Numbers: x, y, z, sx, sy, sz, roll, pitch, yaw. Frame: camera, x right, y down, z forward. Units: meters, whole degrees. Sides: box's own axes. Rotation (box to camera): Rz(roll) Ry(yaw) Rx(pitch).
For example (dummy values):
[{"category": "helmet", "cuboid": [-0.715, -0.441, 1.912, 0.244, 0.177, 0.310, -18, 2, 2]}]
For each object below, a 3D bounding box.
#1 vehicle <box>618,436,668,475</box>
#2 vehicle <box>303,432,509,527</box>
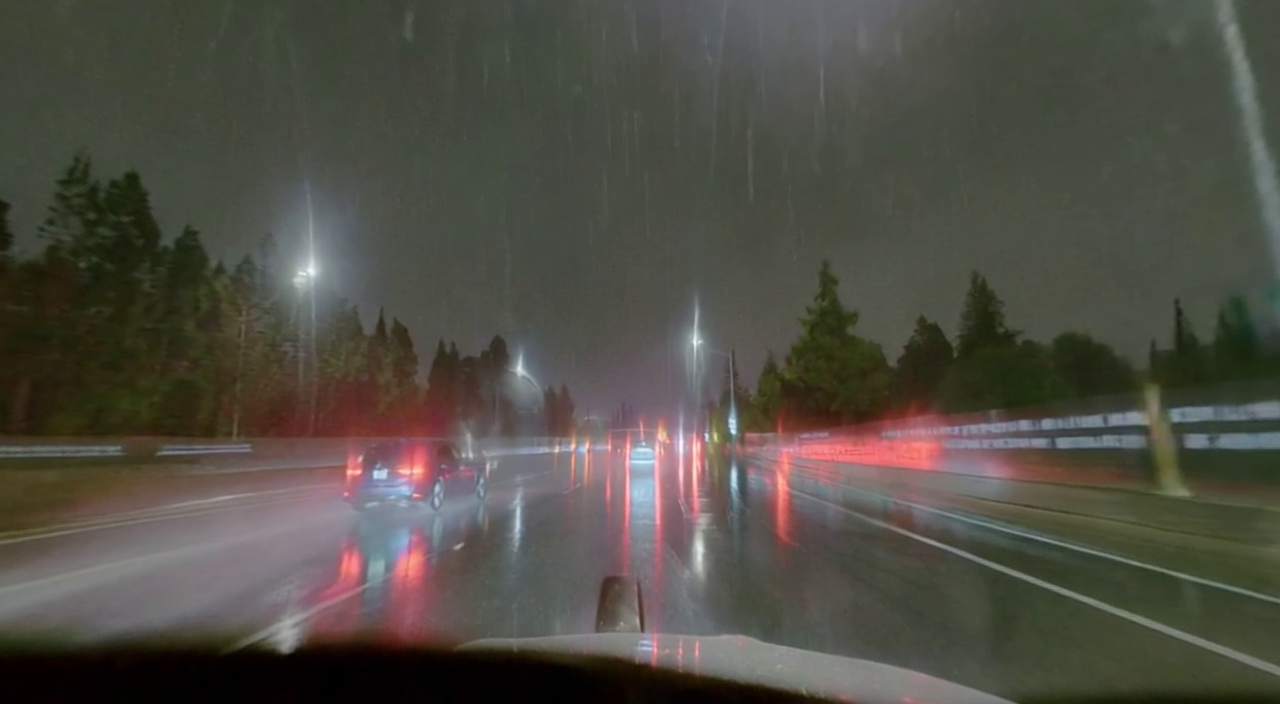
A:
[{"category": "vehicle", "cuboid": [0.207, 4.707, 28.903, 2.082, 1.638, 4.644, 0, -9, 2]}, {"category": "vehicle", "cuboid": [-4.186, 2.377, 12.355, 1.981, 1.460, 4.792, 0, -9, 3]}]
